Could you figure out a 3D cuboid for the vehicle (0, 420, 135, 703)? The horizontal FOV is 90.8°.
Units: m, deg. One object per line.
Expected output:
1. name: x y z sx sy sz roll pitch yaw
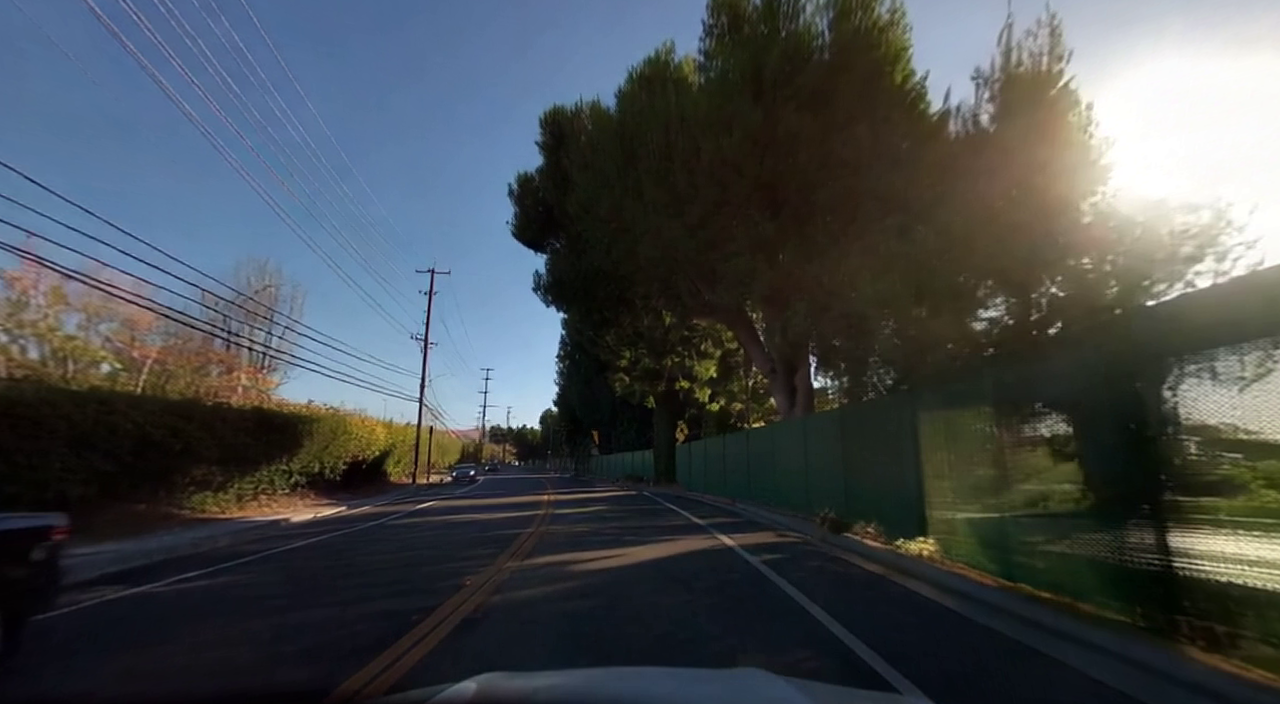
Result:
1. vehicle: -4.081 0.847 1.477 2.034 1.479 4.521 0 -9 0
